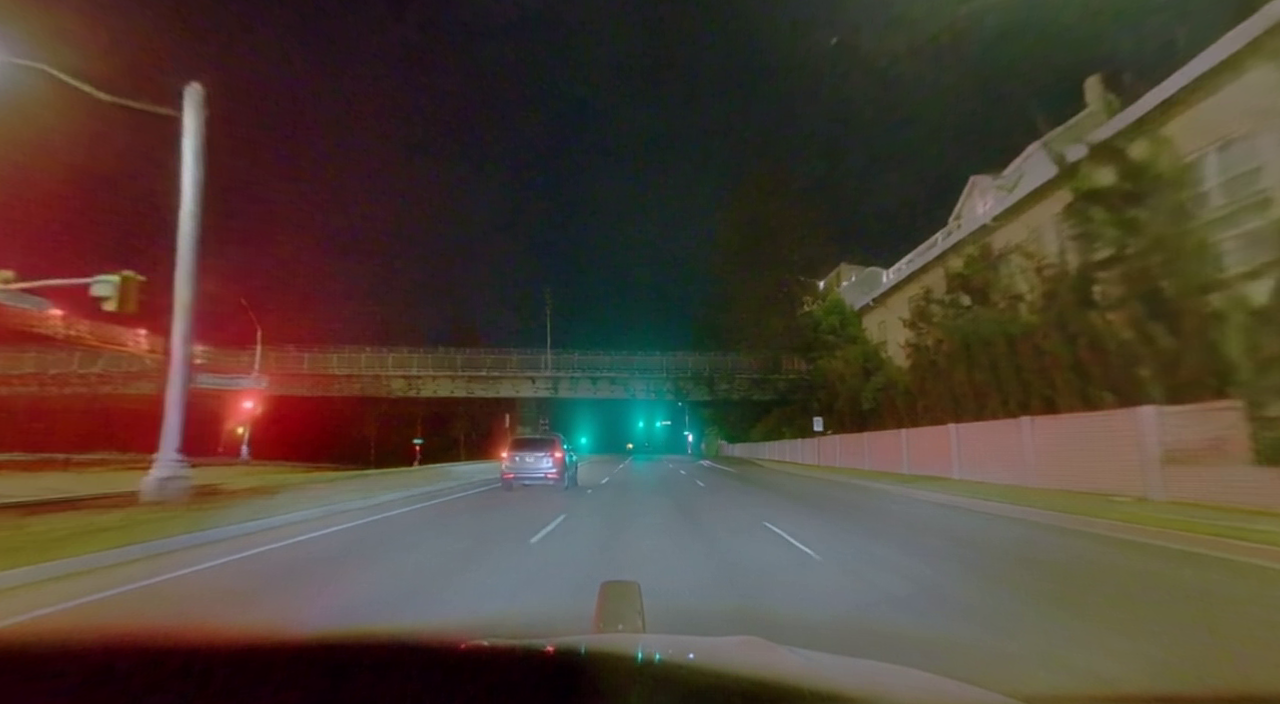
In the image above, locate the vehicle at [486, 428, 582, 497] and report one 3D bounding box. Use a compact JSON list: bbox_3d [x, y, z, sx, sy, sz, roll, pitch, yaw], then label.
[{"bbox_3d":[-2.860,3.110,17.953,1.882,1.704,4.335,0,-9,2],"label":"vehicle"}]
